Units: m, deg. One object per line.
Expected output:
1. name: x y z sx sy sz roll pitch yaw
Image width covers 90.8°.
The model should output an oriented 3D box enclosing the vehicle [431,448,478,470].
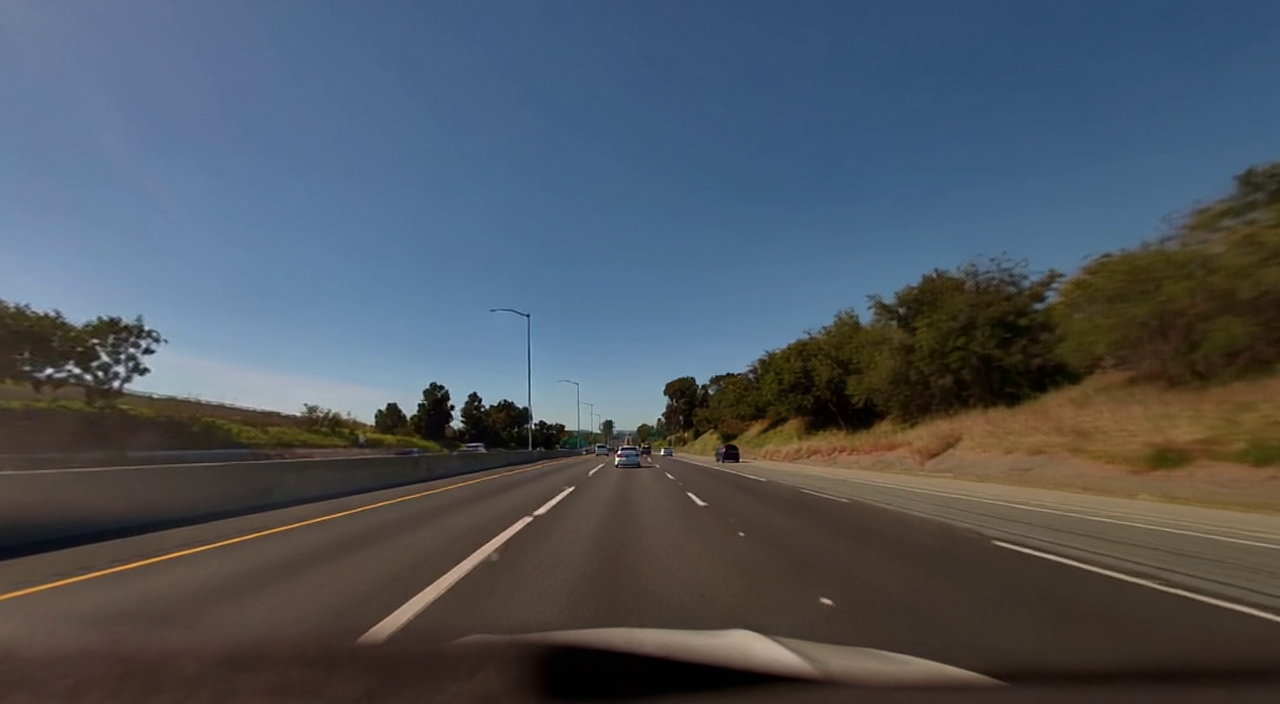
1. vehicle: -13.692 7.887 46.861 2.147 1.491 4.725 0 -8 -1

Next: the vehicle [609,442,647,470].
1. vehicle: -0.696 5.845 35.685 1.985 1.457 4.227 0 -8 -2

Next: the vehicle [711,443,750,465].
1. vehicle: 6.406 7.270 45.228 1.935 1.478 4.433 0 -8 -2
